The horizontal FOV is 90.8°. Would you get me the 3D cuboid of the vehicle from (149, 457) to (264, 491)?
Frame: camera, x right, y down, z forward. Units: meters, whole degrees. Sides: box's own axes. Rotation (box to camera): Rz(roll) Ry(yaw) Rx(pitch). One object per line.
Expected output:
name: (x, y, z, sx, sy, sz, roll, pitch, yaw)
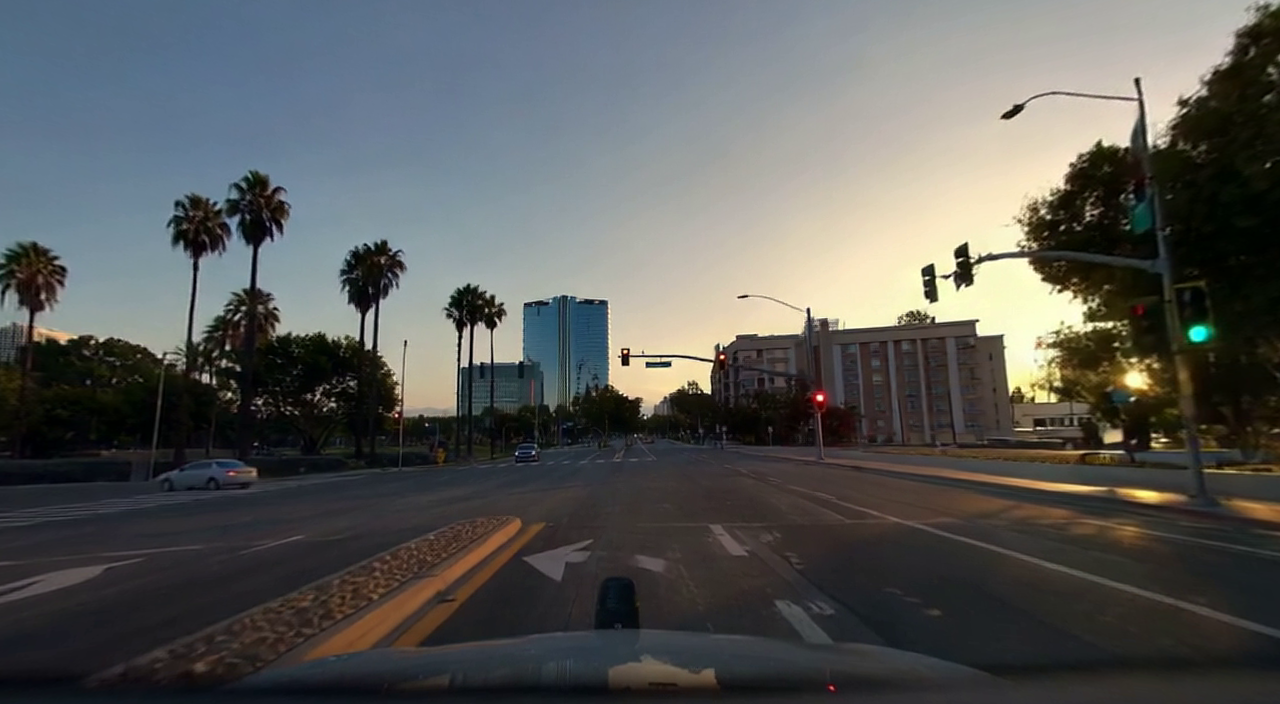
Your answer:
vehicle: (-20.785, 5.822, 30.347, 4.386, 1.481, 2.037, -2, -9, 13)
